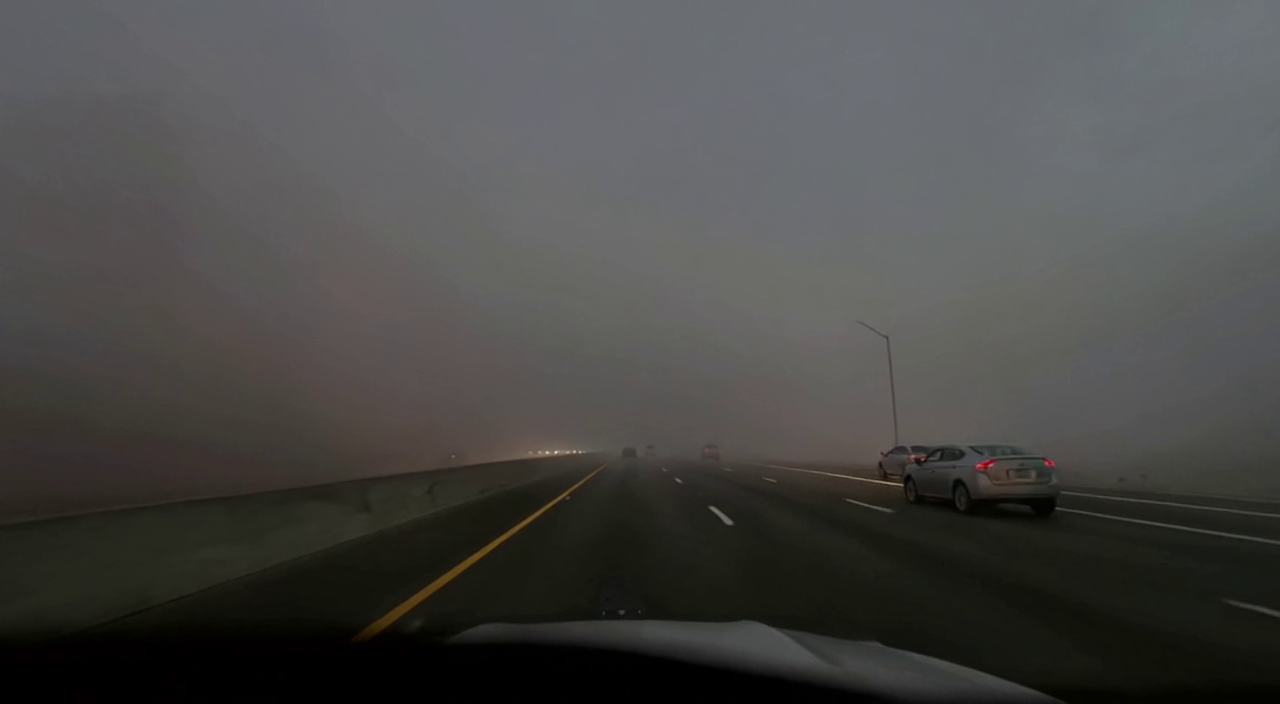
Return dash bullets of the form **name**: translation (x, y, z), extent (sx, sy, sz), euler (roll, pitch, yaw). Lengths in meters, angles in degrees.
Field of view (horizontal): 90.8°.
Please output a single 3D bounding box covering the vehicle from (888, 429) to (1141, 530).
- **vehicle**: translation (6.777, 2.344, 12.243), extent (1.901, 1.548, 4.684), euler (0, -9, -2)
